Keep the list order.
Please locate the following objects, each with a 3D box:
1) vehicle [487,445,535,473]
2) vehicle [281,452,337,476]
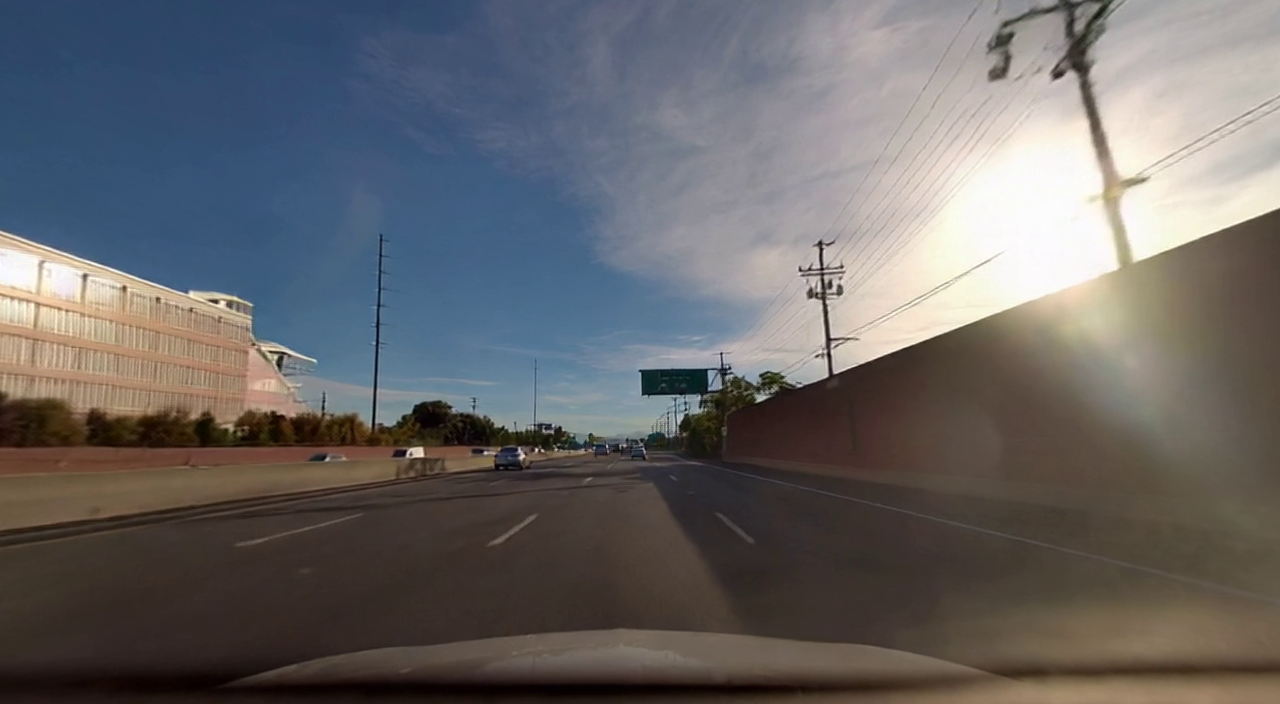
[{"bbox_3d":[-7.725,6.402,38.149,2.013,1.574,3.923,0,-8,0],"label":"vehicle"},{"bbox_3d":[-25.778,8.723,49.399,1.942,1.662,4.631,0,-8,-1],"label":"vehicle"}]
